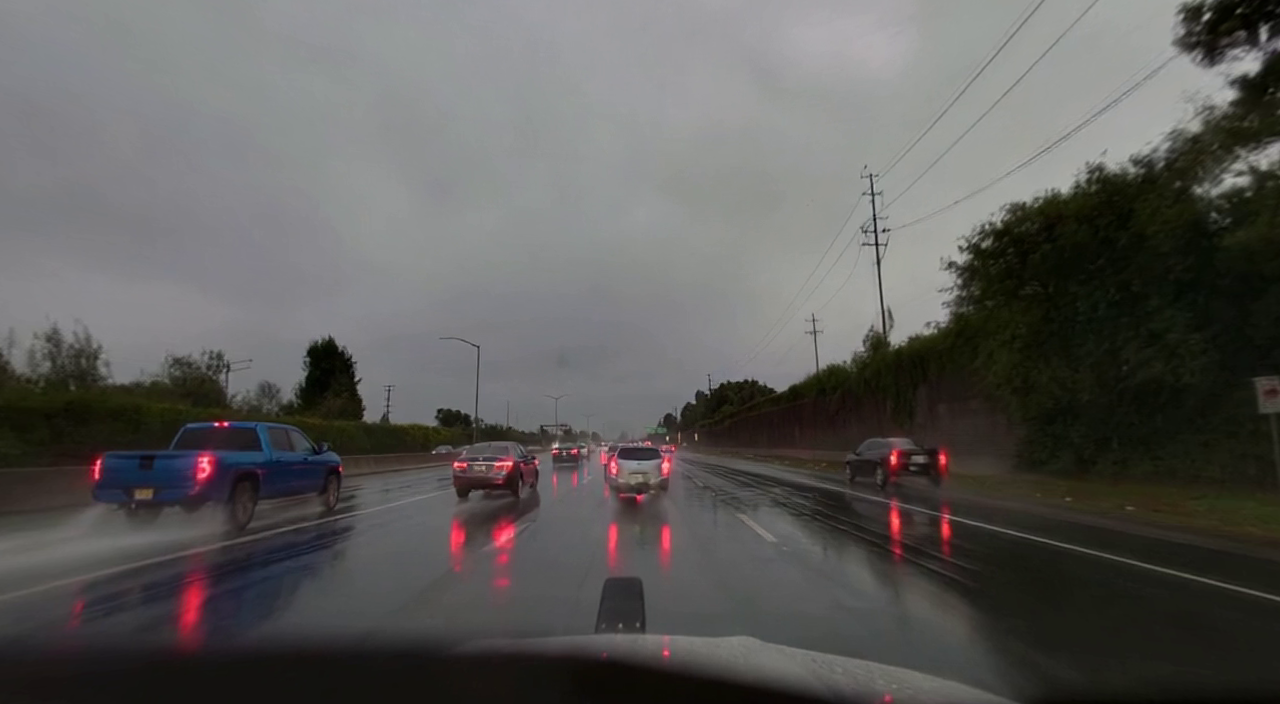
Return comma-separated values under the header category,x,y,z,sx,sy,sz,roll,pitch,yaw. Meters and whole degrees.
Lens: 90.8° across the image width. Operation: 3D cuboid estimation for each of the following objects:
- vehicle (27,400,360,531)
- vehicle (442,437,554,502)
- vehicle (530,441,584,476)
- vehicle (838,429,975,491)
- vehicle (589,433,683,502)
category,x,y,z,sx,sy,sz,roll,pitch,yaw
vehicle,-7.874,2.086,12.208,2.194,1.922,5.637,-1,-8,1
vehicle,-3.491,2.958,16.348,1.899,1.437,4.131,0,-8,1
vehicle,-3.664,4.761,28.587,1.904,1.448,4.060,0,-8,0
vehicle,8.107,3.326,19.811,2.205,1.701,4.601,0,-8,-1
vehicle,-0.117,2.909,16.389,2.102,1.499,4.439,0,-8,-1
